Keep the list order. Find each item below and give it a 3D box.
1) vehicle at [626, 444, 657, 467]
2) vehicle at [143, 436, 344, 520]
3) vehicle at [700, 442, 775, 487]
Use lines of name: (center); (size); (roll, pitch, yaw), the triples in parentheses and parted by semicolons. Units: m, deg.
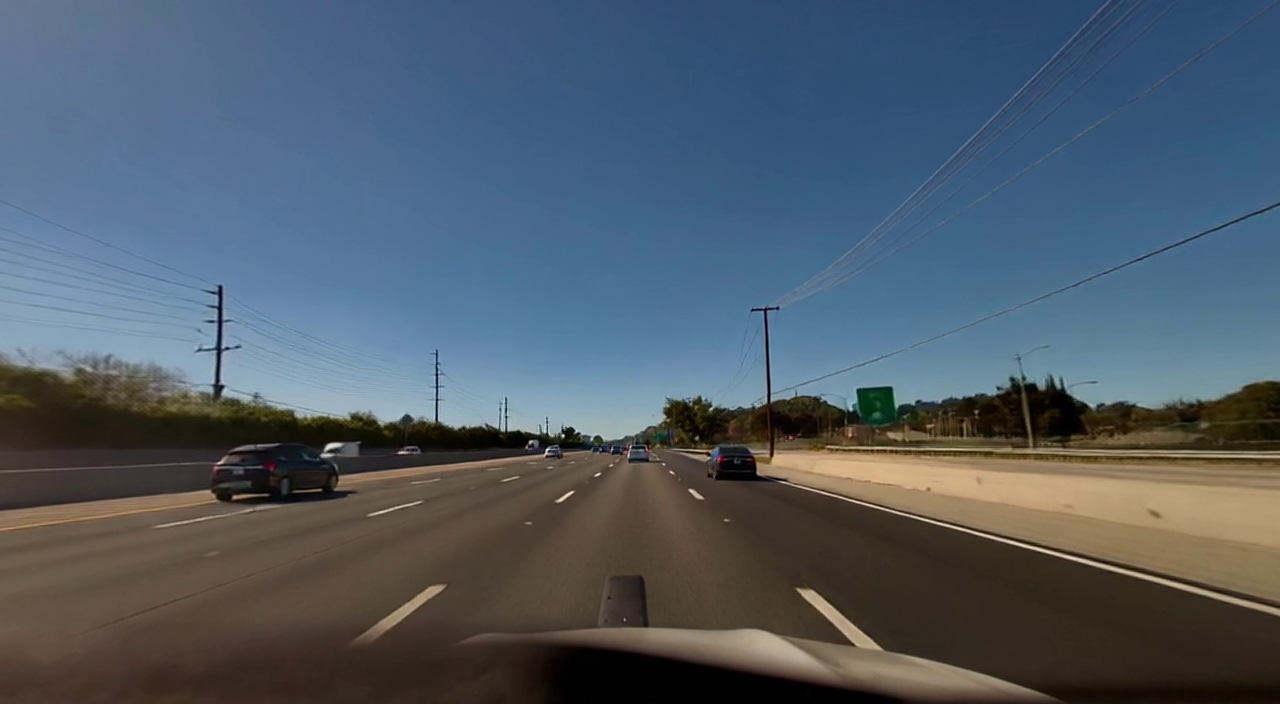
vehicle: (0.098, 7.159, 43.739); (2.036, 1.474, 3.969); (0, -8, 0)
vehicle: (-10.403, 3.304, 17.195); (2.241, 1.810, 4.966); (-3, -8, 1)
vehicle: (3.572, 4.204, 23.934); (2.060, 1.526, 4.387); (0, -8, -1)
